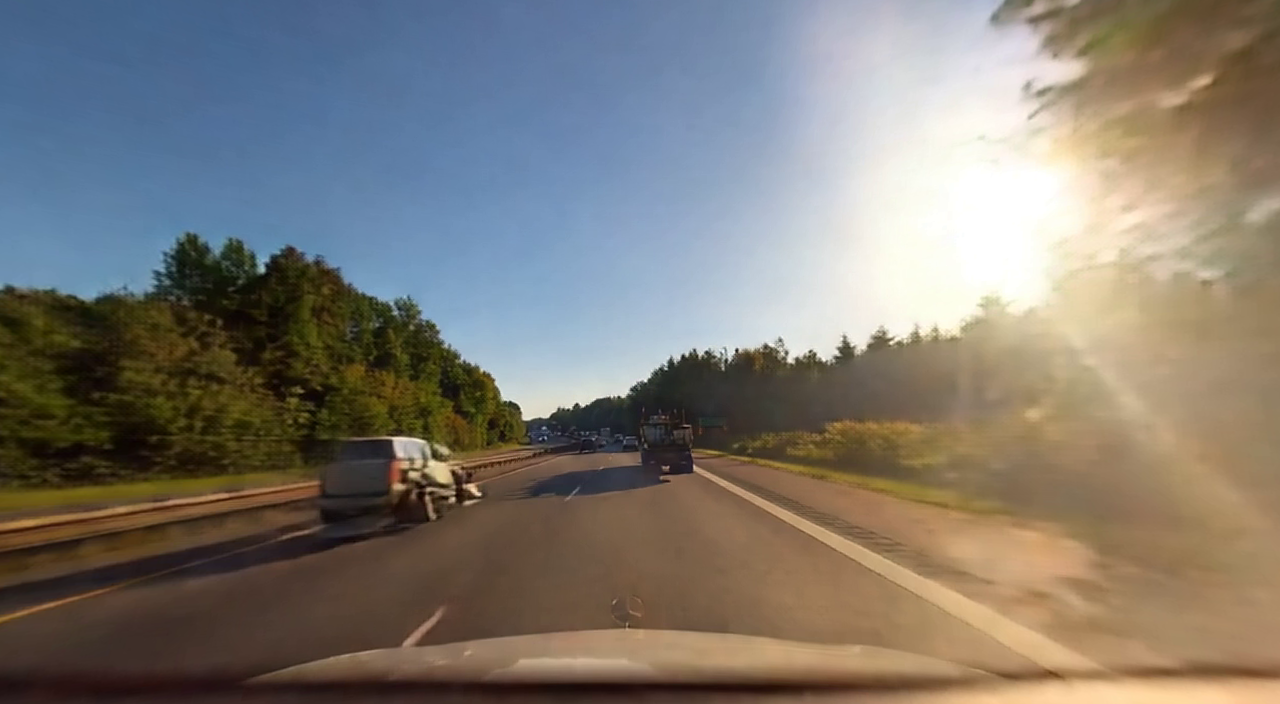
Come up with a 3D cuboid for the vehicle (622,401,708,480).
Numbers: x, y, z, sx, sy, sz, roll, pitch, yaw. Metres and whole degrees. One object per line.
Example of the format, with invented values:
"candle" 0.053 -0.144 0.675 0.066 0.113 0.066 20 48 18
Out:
"vehicle" 0.692 3.209 22.767 2.677 2.439 6.402 0 -8 -1
